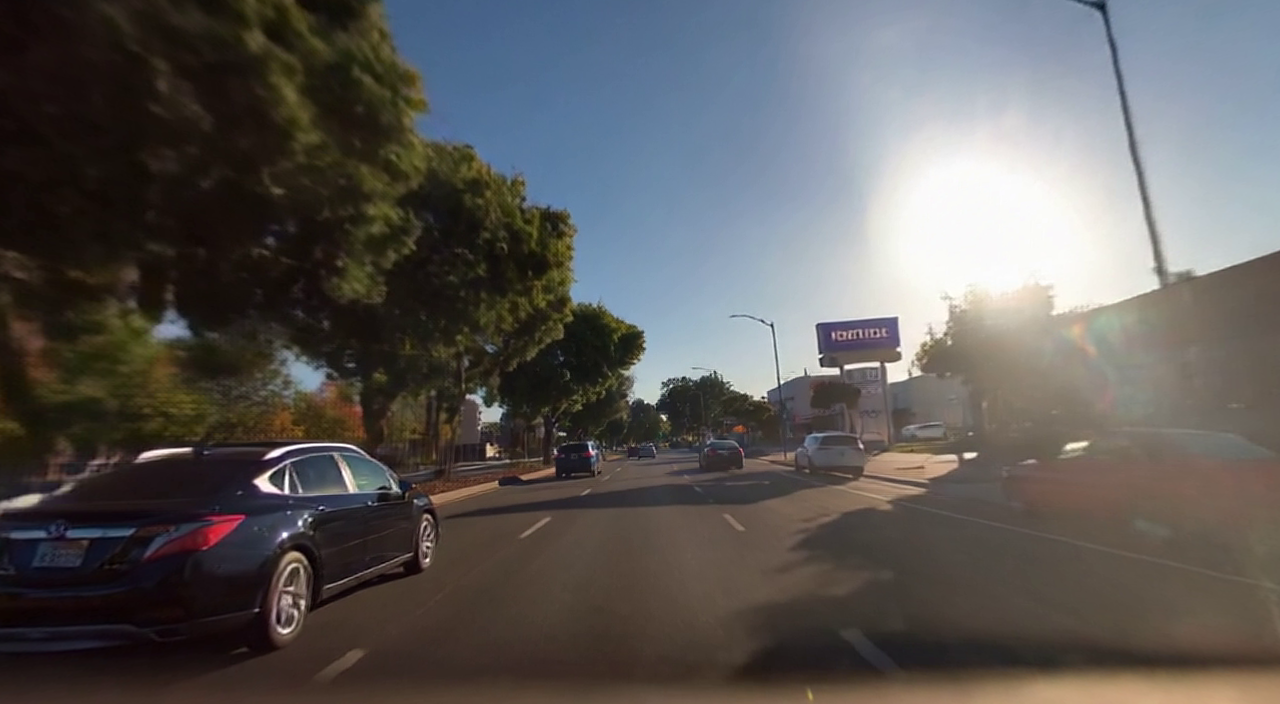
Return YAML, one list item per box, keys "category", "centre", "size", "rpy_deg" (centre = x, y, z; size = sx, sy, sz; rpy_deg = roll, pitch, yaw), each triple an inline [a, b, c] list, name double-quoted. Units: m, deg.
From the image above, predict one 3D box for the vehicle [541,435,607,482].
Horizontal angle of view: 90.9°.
- category: "vehicle"
  centre: [-2.673, 4.437, 26.605]
  size: [2.193, 1.788, 4.603]
  rpy_deg: [-1, -8, 1]

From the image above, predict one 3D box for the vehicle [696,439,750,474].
- category: "vehicle"
  centre: [3.812, 4.853, 29.551]
  size: [1.904, 1.490, 4.299]
  rpy_deg: [0, -8, 0]

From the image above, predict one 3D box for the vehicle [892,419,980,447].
- category: "vehicle"
  centre: [21.318, 5.865, 45.568]
  size: [5.166, 1.870, 2.317]
  rpy_deg: [0, -10, -3]

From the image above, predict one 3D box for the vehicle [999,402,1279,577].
- category: "vehicle"
  centre: [7.250, 1.666, 8.470]
  size: [2.089, 1.678, 4.725]
  rpy_deg: [0, -8, 1]

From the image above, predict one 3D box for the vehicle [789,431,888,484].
- category: "vehicle"
  centre: [7.440, 4.012, 24.274]
  size: [2.198, 1.788, 4.941]
  rpy_deg: [0, -8, 0]

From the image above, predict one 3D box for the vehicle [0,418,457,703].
- category: "vehicle"
  centre: [-3.193, 1.363, 4.971]
  size: [1.956, 1.460, 4.802]
  rpy_deg: [-1, -8, 1]
